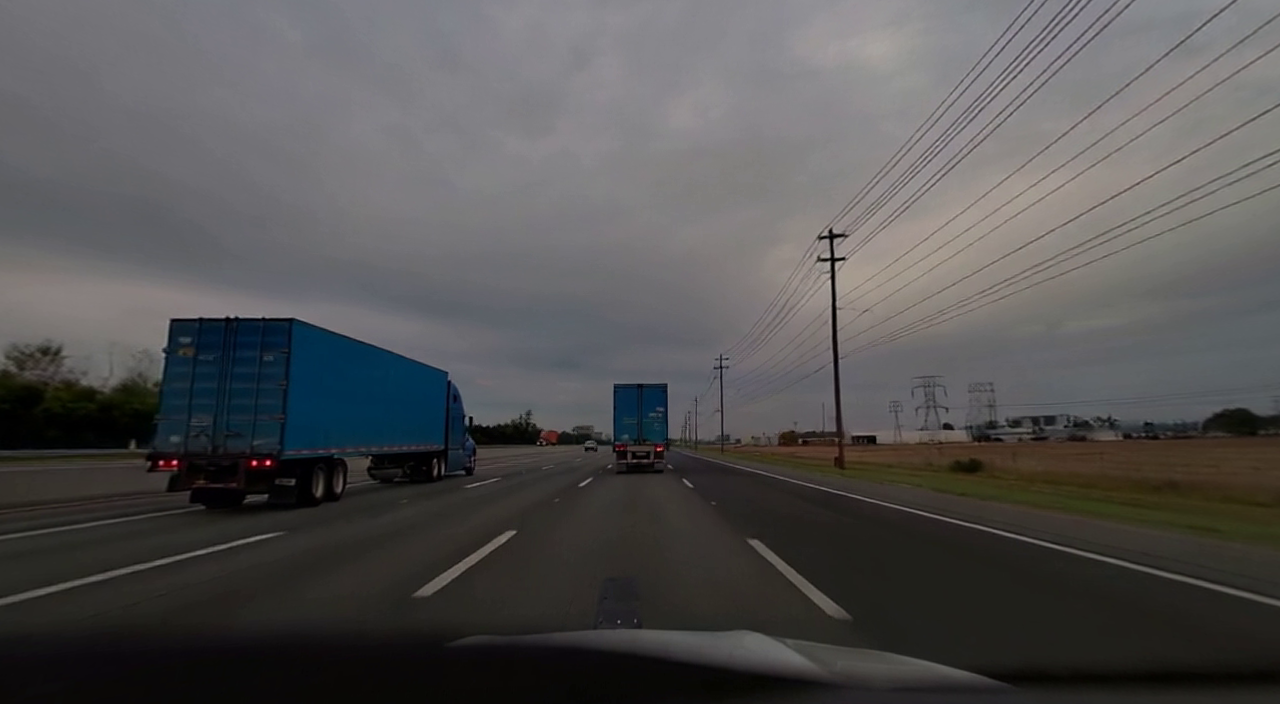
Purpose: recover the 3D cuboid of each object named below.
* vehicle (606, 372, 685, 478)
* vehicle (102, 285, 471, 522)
[{"bbox_3d":[0.120,3.407,28.247,2.858,3.847,10.034,0,-8,-1],"label":"vehicle"},{"bbox_3d":[-7.371,1.620,16.192,2.937,3.981,11.119,-1,-8,0],"label":"vehicle"}]
